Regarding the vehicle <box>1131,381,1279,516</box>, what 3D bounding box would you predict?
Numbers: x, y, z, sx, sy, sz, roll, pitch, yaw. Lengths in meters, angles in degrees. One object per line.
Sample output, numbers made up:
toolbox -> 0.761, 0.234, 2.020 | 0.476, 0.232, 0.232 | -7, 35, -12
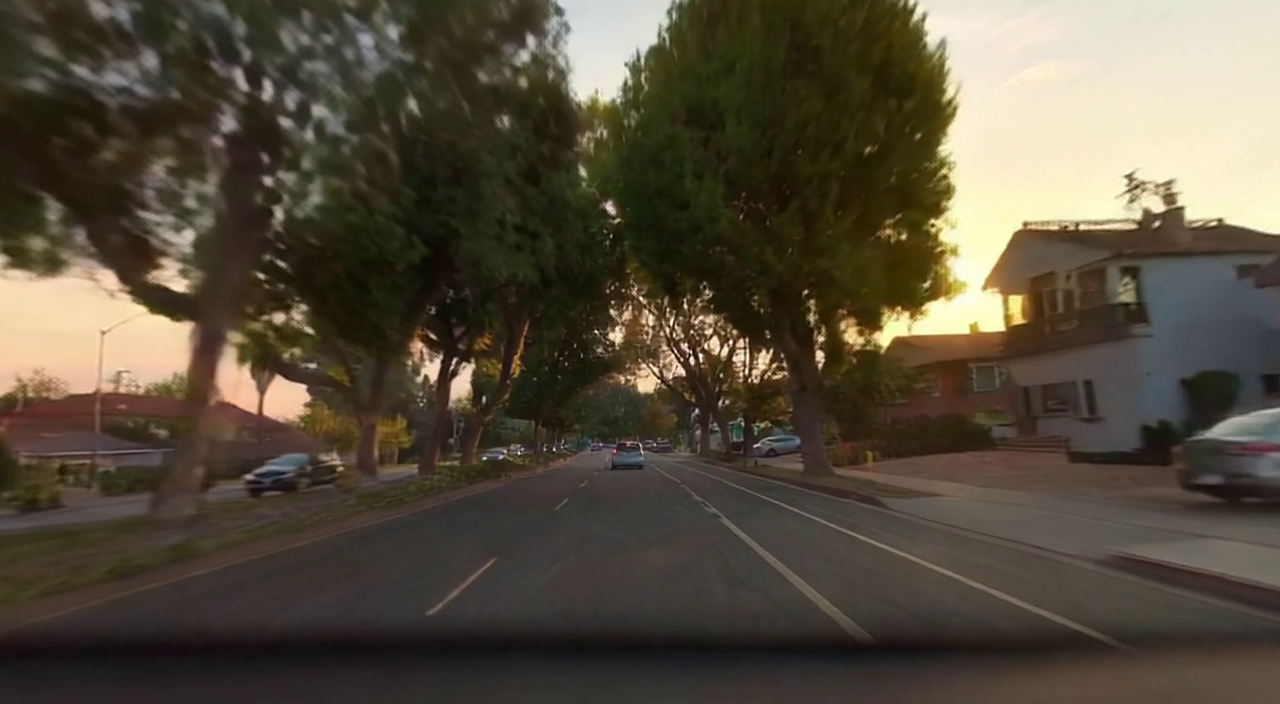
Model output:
vehicle -> 11.553, 1.464, 9.761 | 5.876, 1.828, 2.268 | 0, -8, 1

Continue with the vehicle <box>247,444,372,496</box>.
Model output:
vehicle -> -11.664, 4.153, 22.649 | 2.065, 1.644, 4.412 | -1, -8, 0

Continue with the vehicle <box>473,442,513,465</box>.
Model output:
vehicle -> -11.372, 7.879, 48.973 | 2.007, 1.689, 4.541 | 0, -8, 0

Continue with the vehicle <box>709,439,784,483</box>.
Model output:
vehicle -> 4.003, 4.164, 24.490 | 2.045, 1.517, 4.394 | 0, -8, -1

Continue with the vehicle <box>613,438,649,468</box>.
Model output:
vehicle -> -0.575, 5.928, 37.281 | 2.024, 1.655, 4.301 | 0, -8, -2
